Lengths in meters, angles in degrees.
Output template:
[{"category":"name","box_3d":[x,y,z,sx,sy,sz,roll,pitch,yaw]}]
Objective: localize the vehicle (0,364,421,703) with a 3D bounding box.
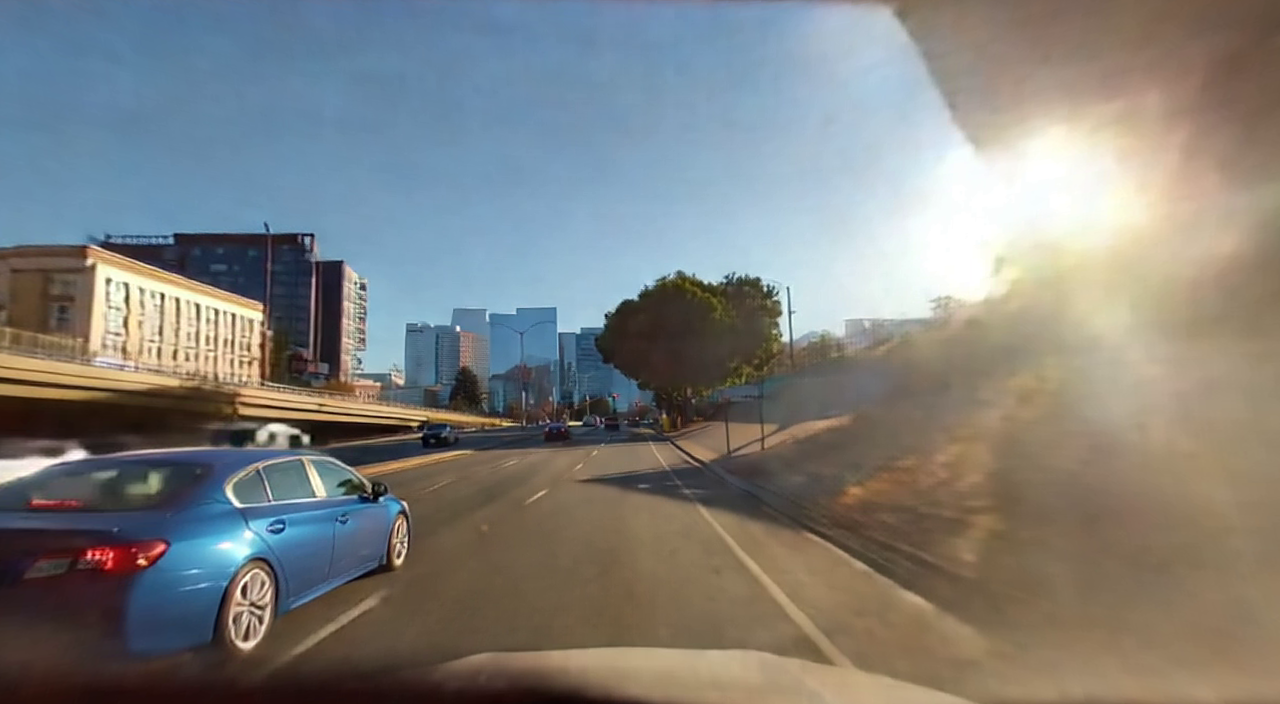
[{"category":"vehicle","box_3d":[-3.155,1.055,3.906,2.041,1.470,4.290,0,-9,0]}]
